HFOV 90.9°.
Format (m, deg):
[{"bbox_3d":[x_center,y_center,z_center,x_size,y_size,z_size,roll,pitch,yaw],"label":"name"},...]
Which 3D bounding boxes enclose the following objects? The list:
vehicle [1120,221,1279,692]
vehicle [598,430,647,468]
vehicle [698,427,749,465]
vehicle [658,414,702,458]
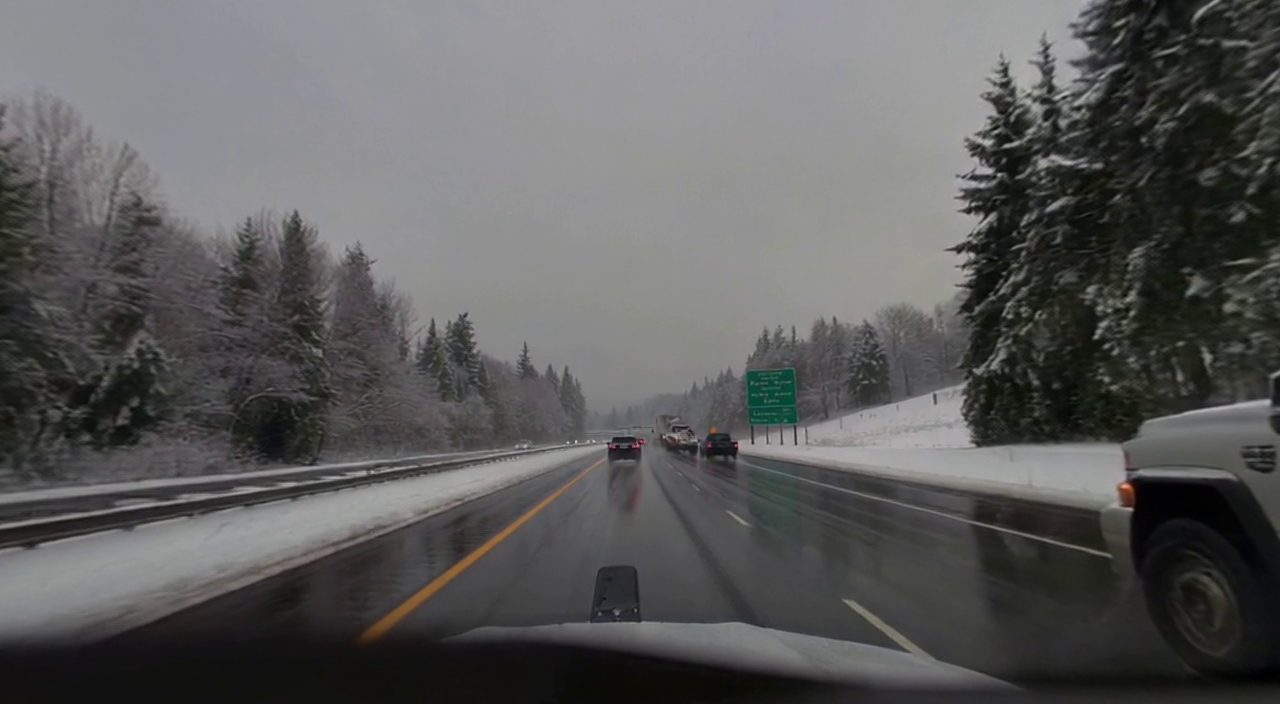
[{"bbox_3d":[4.612,0.283,1.276,2.452,2.444,5.972,0,-7,-1],"label":"vehicle"},{"bbox_3d":[-0.814,4.632,30.509,2.206,1.681,4.111,0,-7,-1],"label":"vehicle"},{"bbox_3d":[4.379,4.976,33.646,2.073,1.905,4.023,0,-7,-2],"label":"vehicle"},{"bbox_3d":[2.949,6.461,48.498,2.728,3.053,7.708,0,-7,-1],"label":"vehicle"}]
